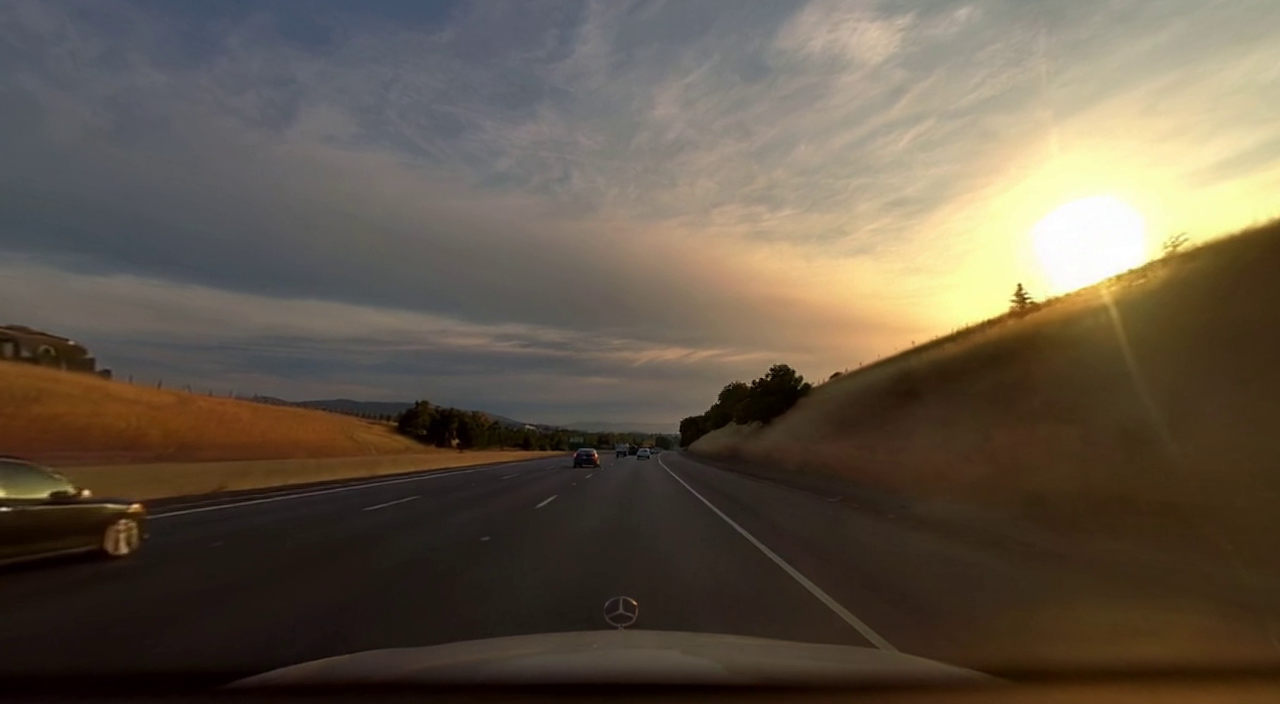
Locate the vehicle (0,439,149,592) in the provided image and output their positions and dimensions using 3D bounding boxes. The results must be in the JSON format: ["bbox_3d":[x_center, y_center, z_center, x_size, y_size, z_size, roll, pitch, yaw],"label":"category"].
[{"bbox_3d":[-7.686,1.652,6.180,2.069,1.566,4.480,0,-9,-1],"label":"vehicle"}]

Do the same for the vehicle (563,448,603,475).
[{"bbox_3d":[-3.246,6.303,36.287,1.895,1.482,3.852,0,-9,1],"label":"vehicle"}]
